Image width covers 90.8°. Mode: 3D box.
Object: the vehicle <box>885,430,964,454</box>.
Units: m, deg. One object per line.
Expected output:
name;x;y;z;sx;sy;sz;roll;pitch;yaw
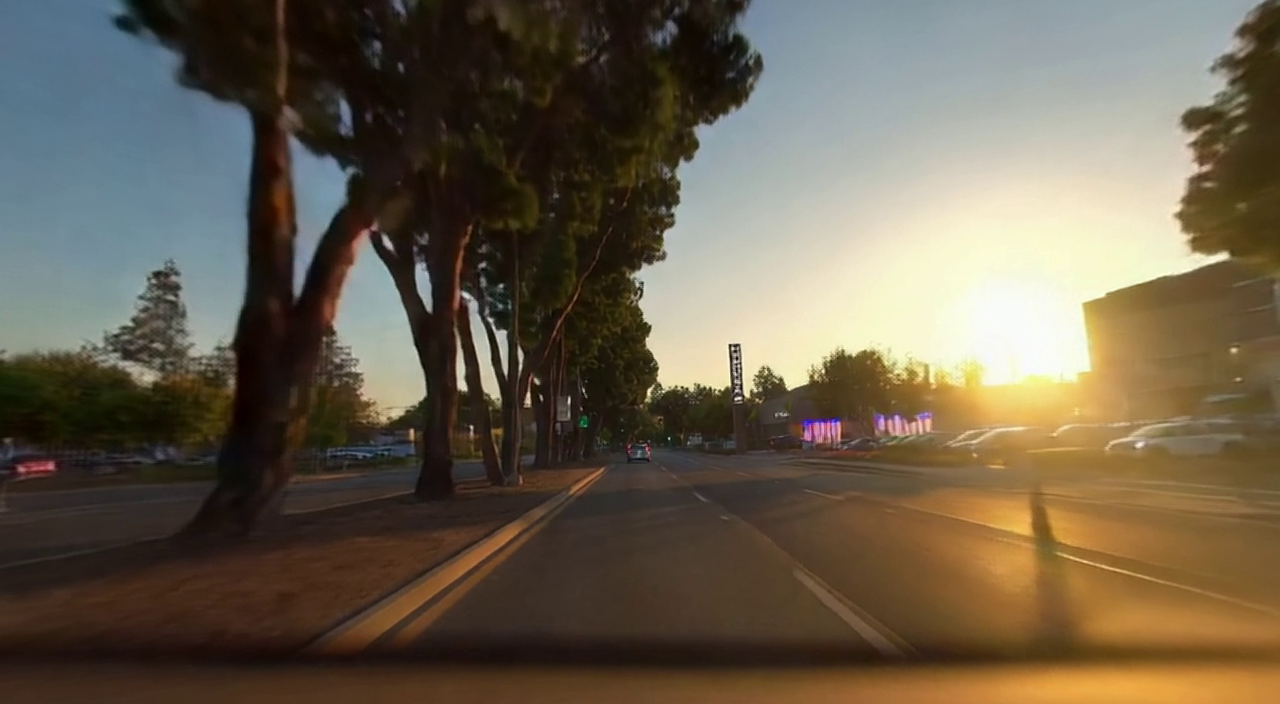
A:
vehicle;20.245;6.436;45.160;4.586;1.668;2.113;-1;-9;5

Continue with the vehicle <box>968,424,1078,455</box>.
vehicle;20.940;4.813;34.677;4.682;1.630;1.972;-1;-8;2

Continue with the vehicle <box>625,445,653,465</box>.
vehicle;-0.140;8.078;49.855;2.159;1.461;4.142;0;-8;-1

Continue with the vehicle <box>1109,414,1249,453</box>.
vehicle;25.617;3.966;30.370;1.921;1.678;5.257;0;-8;-2
